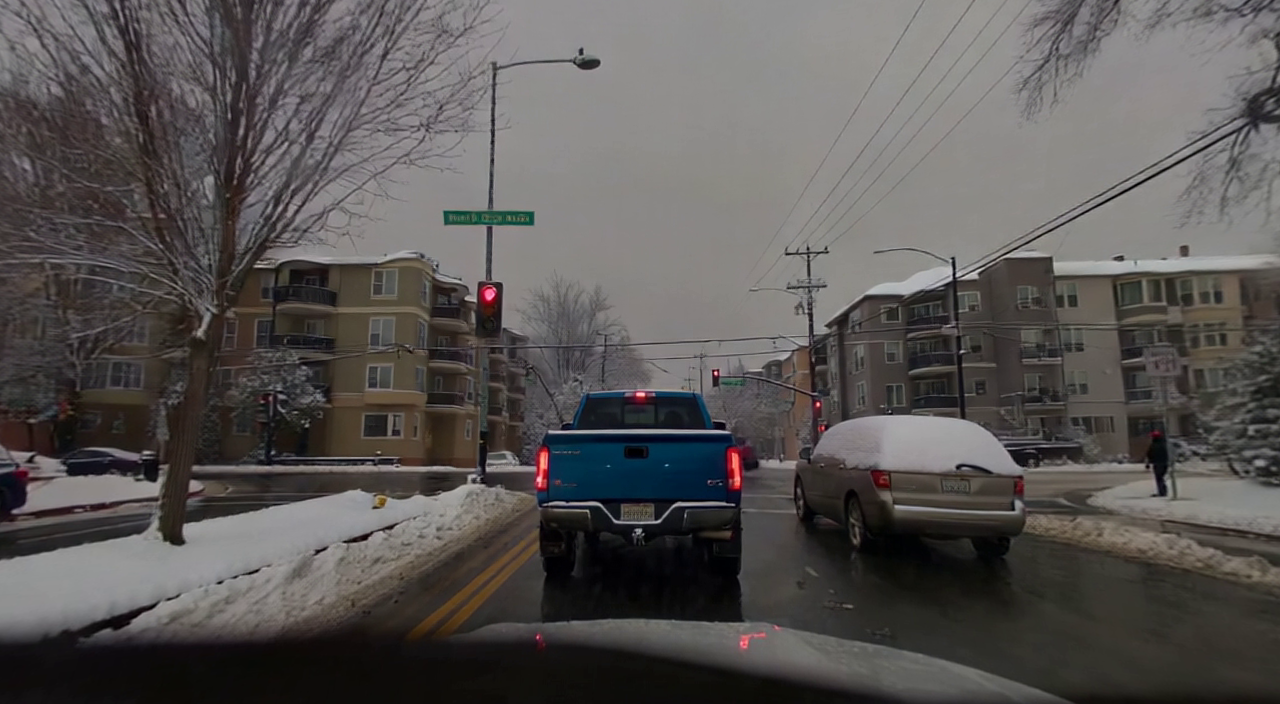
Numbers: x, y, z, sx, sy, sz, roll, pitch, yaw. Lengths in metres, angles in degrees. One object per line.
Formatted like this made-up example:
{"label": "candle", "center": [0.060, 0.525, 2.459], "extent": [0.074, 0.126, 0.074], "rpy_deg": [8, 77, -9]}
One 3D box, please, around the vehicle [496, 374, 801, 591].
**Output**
{"label": "vehicle", "center": [0.109, 1.550, 8.304], "extent": [2.738, 1.959, 5.070], "rpy_deg": [0, -8, 1]}

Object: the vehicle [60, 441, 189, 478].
{"label": "vehicle", "center": [-24.852, 5.163, 30.477], "extent": [4.563, 1.692, 1.778], "rpy_deg": [0, -8, -1]}

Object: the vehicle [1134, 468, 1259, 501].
{"label": "vehicle", "center": [26.373, 6.279, 29.980], "extent": [4.071, 1.388, 1.884], "rpy_deg": [0, -8, 1]}

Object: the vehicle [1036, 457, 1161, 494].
{"label": "vehicle", "center": [21.844, 5.876, 30.159], "extent": [4.498, 1.618, 1.843], "rpy_deg": [0, -8, 0]}

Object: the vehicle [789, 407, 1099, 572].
{"label": "vehicle", "center": [3.845, 1.837, 9.236], "extent": [2.131, 1.759, 4.762], "rpy_deg": [0, -8, 0]}
